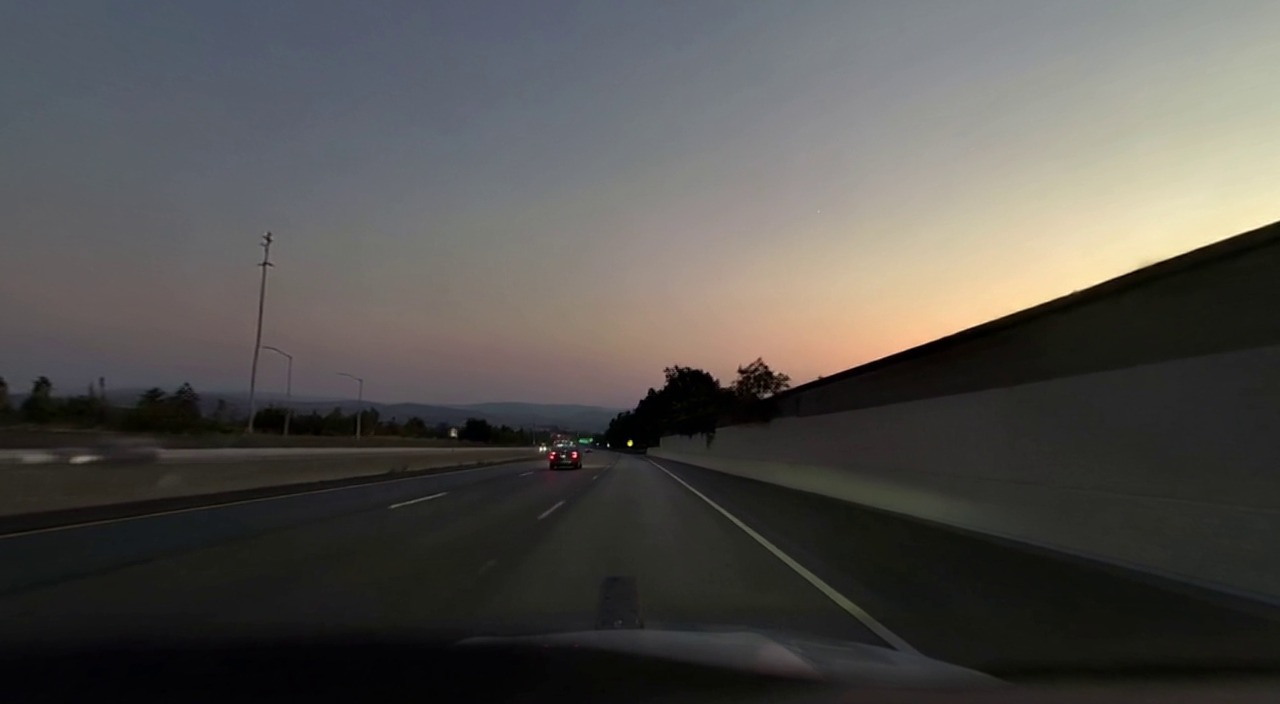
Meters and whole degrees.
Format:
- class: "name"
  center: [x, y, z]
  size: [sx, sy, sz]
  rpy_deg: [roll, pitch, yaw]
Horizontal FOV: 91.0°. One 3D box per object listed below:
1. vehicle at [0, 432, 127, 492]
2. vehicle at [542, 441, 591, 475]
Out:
- class: "vehicle"
  center: [-17.664, 3.119, 18.121]
  size: [1.935, 1.531, 4.440]
  rpy_deg: [1, -9, 1]
- class: "vehicle"
  center: [-3.952, 5.823, 34.749]
  size: [2.133, 1.683, 4.340]
  rpy_deg: [1, -9, 0]
